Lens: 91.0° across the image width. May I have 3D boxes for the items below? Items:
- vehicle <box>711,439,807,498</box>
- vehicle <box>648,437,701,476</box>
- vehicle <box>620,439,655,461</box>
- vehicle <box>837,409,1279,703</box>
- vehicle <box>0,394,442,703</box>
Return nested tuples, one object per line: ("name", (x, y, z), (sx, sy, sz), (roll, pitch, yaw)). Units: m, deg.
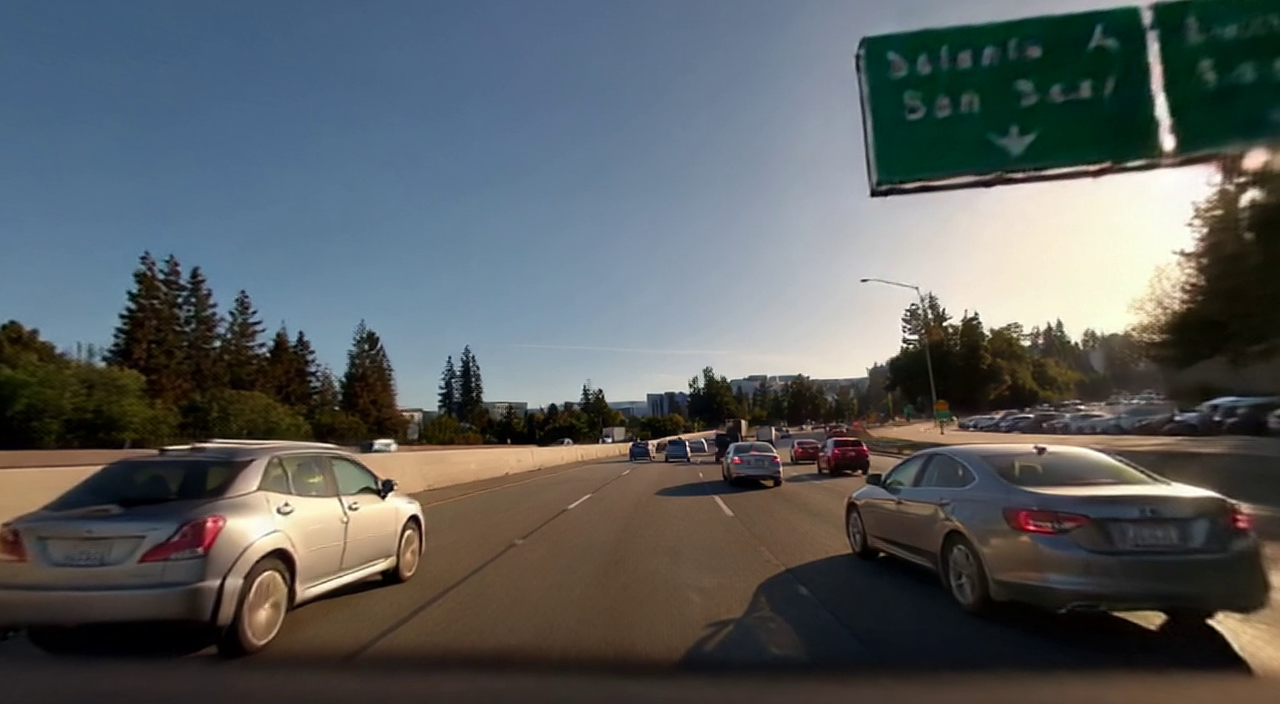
("vehicle", (3.299, 3.331, 18.382), (2.009, 1.489, 4.559), (0, -9, 1))
("vehicle", (1.555, 4.636, 28.025), (2.201, 1.614, 3.803), (-1, -9, 4))
("vehicle", (-0.154, 7.264, 46.555), (2.059, 1.516, 4.236), (-1, -9, 7))
("vehicle", (3.442, 1.390, 5.453), (2.014, 1.489, 4.696), (0, -9, 1))
("vehicle", (-3.242, 1.297, 4.777), (1.937, 1.558, 4.469), (0, -9, 1))
